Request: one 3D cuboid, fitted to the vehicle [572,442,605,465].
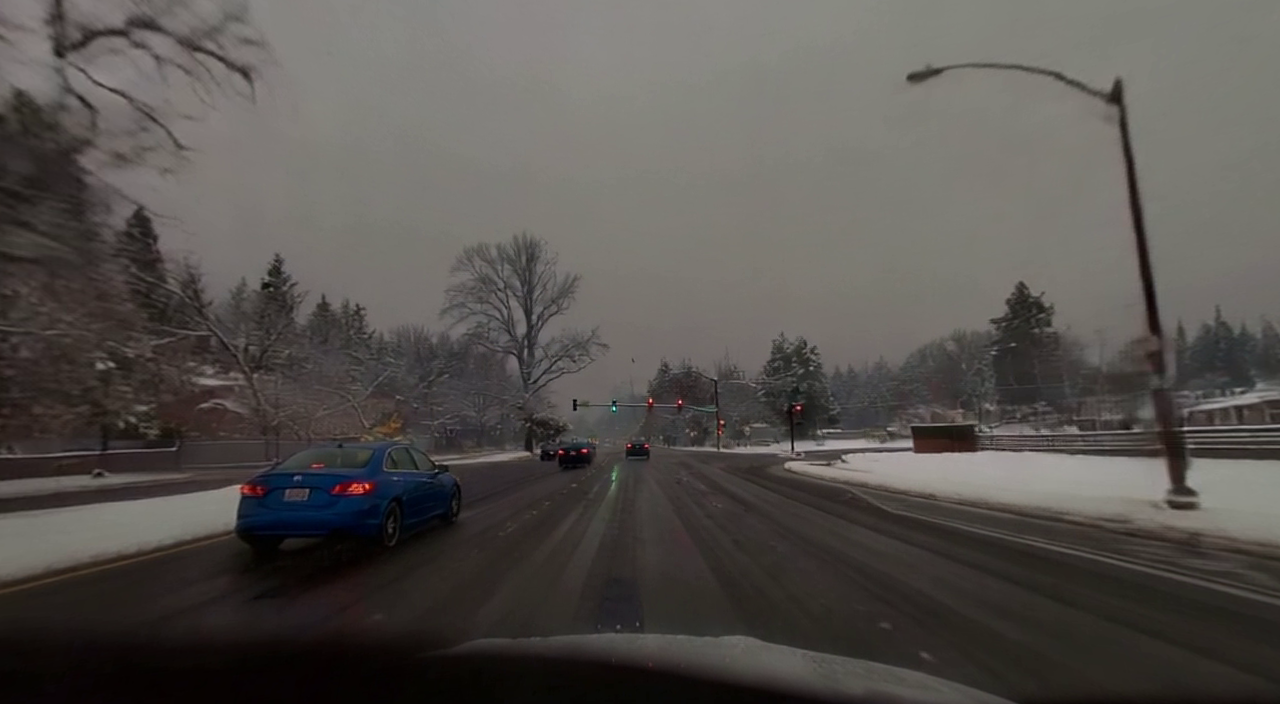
[{"bbox_3d":[-3.755,7.455,46.703,2.103,1.592,4.160,0,-9,0],"label":"vehicle"}]

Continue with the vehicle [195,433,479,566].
[{"bbox_3d":[-3.834,1.927,9.064,1.905,1.418,4.396,0,-9,0],"label":"vehicle"}]
